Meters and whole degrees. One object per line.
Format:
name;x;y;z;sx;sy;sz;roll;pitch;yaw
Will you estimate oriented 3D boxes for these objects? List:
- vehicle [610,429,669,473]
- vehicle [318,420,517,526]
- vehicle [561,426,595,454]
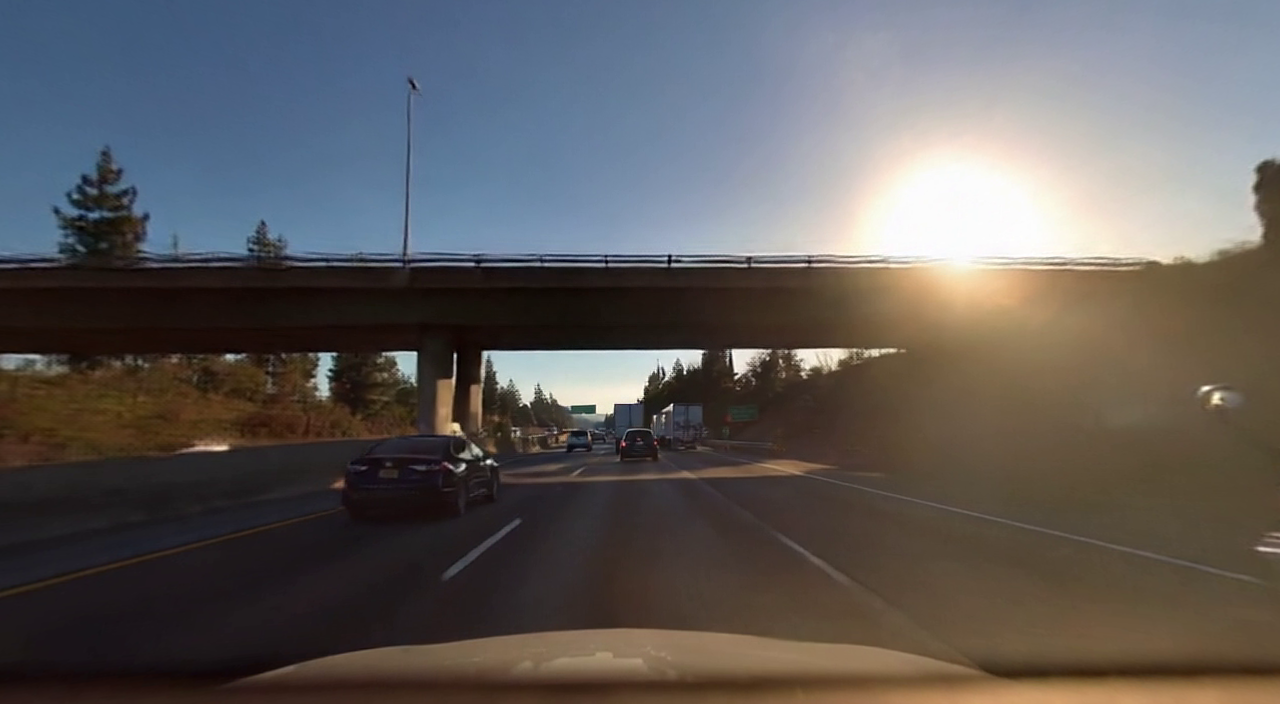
vehicle;-0.057;3.693;23.722;2.059;1.522;3.693;0;-8;-1
vehicle;-3.714;2.093;11.623;1.979;1.527;4.754;0;-8;0
vehicle;-4.573;6.564;47.203;2.013;1.961;4.692;0;-8;0
